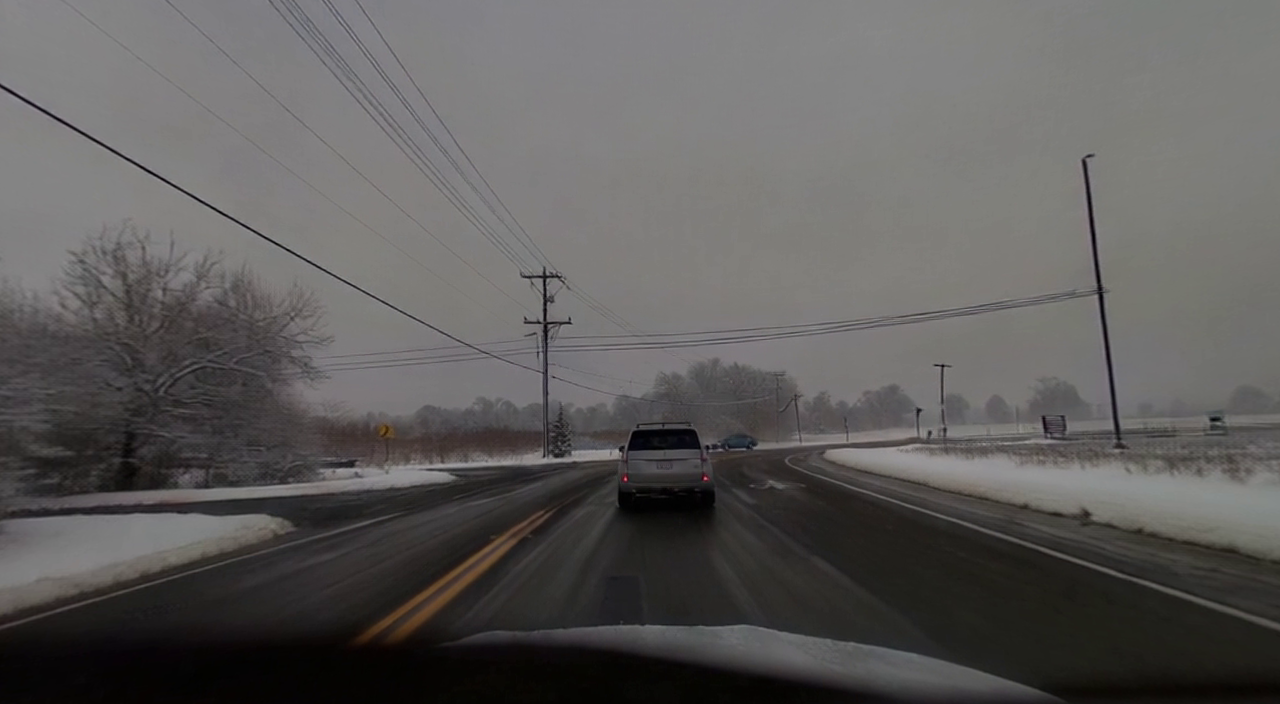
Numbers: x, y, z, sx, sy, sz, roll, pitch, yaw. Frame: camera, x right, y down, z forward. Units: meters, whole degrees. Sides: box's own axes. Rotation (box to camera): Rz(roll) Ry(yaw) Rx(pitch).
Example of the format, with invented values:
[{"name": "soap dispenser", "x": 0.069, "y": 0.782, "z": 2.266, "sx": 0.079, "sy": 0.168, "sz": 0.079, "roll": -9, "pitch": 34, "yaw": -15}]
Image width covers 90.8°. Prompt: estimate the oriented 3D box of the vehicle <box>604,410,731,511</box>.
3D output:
[{"name": "vehicle", "x": 0.565, "y": 2.365, "z": 14.116, "sx": 2.364, "sy": 1.859, "sz": 4.538, "roll": 0, "pitch": -9, "yaw": 2}]
